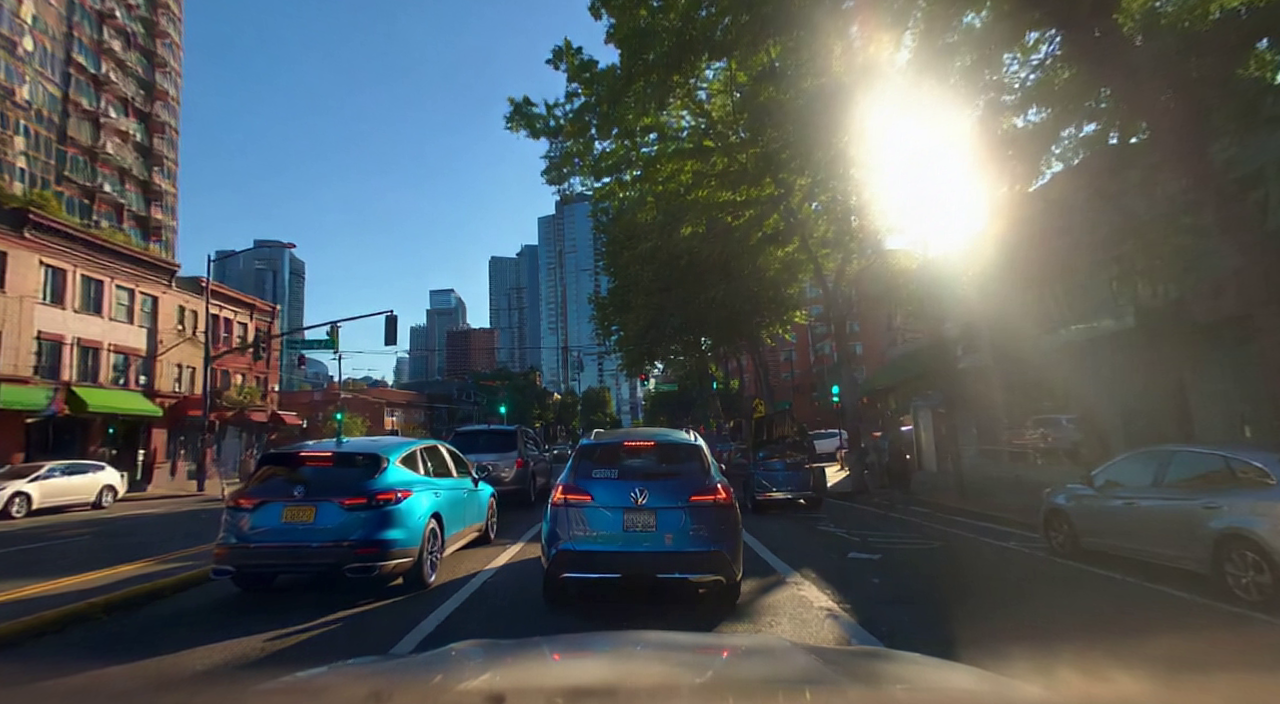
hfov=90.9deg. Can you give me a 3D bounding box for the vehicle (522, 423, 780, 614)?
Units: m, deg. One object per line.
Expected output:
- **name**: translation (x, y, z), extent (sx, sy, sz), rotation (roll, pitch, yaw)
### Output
- **vehicle**: translation (0.081, 1.589, 6.822), extent (2.022, 1.481, 3.564), rotation (0, -9, 0)

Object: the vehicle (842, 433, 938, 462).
- **vehicle**: translation (16.359, 6.268, 41.510), extent (5.345, 1.811, 2.175), rotation (0, -9, -1)

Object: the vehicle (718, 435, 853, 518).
- **vehicle**: translation (2.981, 2.632, 13.843), extent (2.018, 1.529, 3.880), rotation (0, -9, 0)

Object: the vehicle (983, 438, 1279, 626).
- **vehicle**: translation (5.964, 1.701, 6.877), extent (1.873, 1.453, 4.579), rotation (0, -9, 0)

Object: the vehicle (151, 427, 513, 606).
- **vehicle**: translation (-3.011, 1.698, 7.406), extent (2.131, 1.486, 4.089), rotation (0, -9, 1)

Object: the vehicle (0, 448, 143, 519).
- **vehicle**: translation (-16.237, 3.442, 17.004), extent (1.914, 1.690, 4.461), rotation (0, -9, 1)
